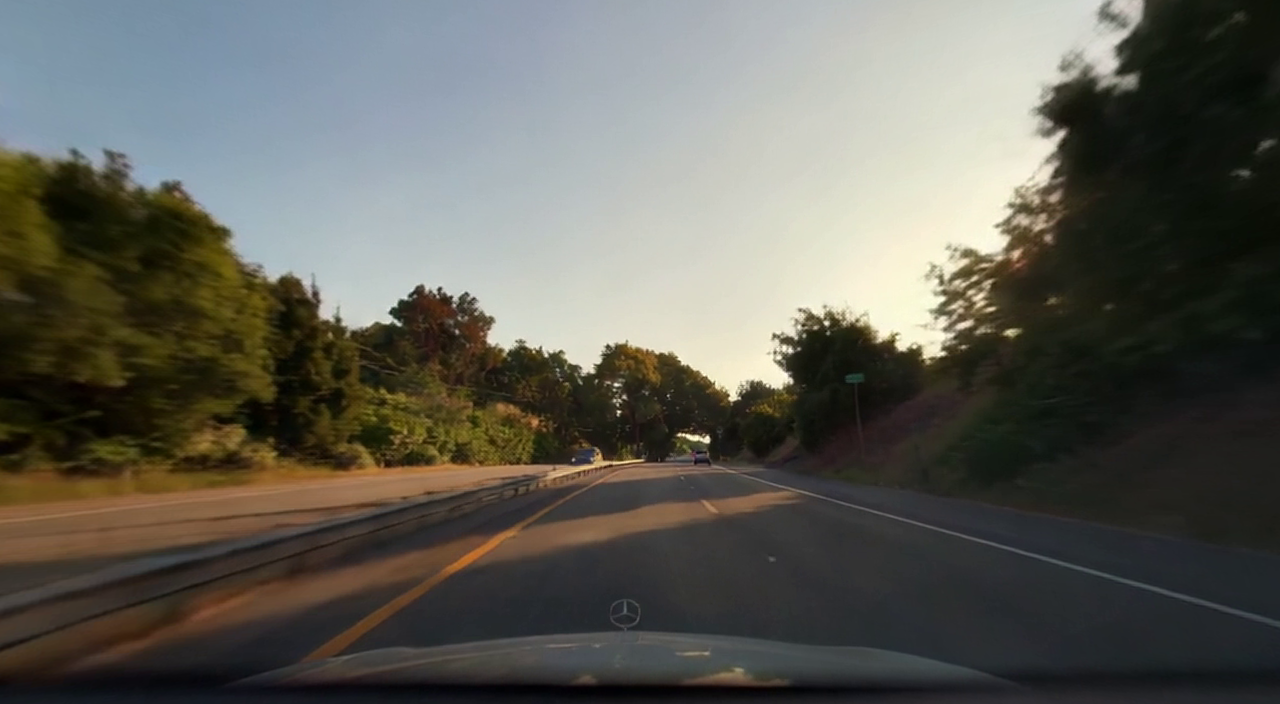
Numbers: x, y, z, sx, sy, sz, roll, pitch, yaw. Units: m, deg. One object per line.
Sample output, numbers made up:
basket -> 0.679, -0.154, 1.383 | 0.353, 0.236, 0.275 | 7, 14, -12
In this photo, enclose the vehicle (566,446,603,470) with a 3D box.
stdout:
vehicle -> -4.326, 8.315, 49.928 | 2.220, 1.780, 4.870 | -1, -9, 3
